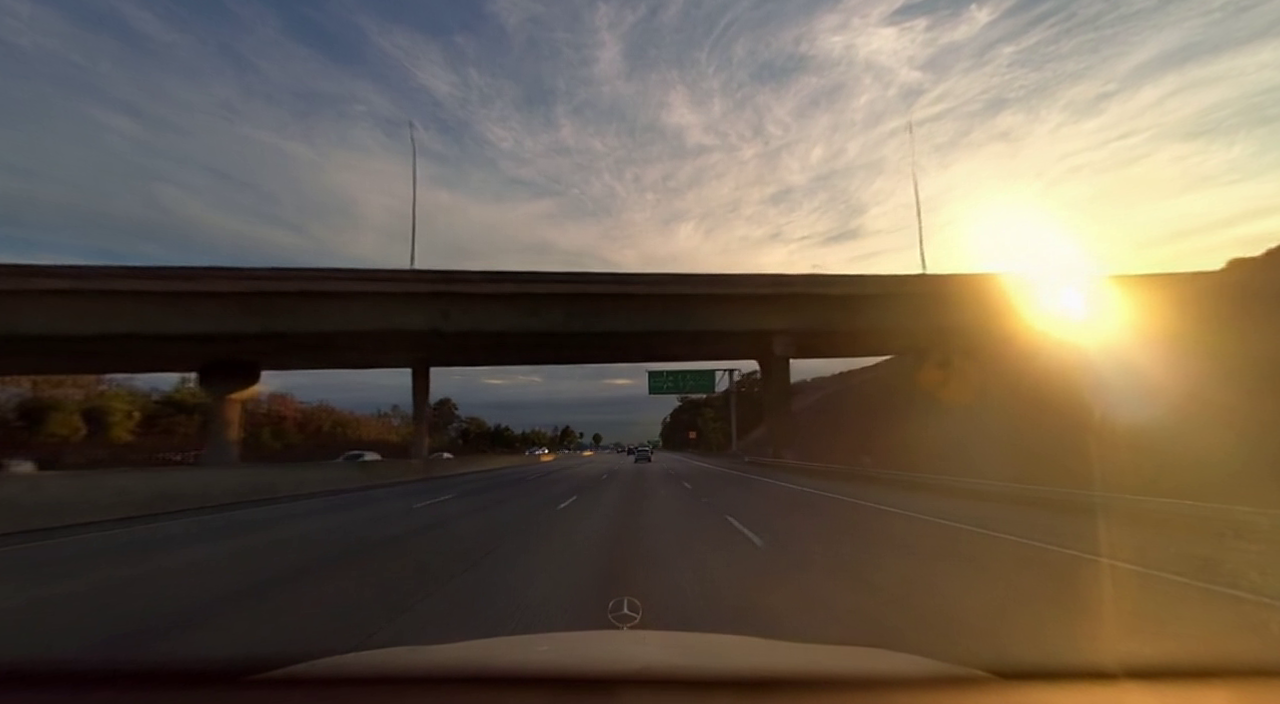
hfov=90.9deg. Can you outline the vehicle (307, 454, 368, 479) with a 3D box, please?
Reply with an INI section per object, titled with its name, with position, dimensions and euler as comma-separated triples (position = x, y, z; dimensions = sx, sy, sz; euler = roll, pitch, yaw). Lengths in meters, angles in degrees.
[vehicle]
position = -19.419, 7.349, 40.685
dimensions = 1.798, 1.458, 4.213
euler = 0, -9, 1
